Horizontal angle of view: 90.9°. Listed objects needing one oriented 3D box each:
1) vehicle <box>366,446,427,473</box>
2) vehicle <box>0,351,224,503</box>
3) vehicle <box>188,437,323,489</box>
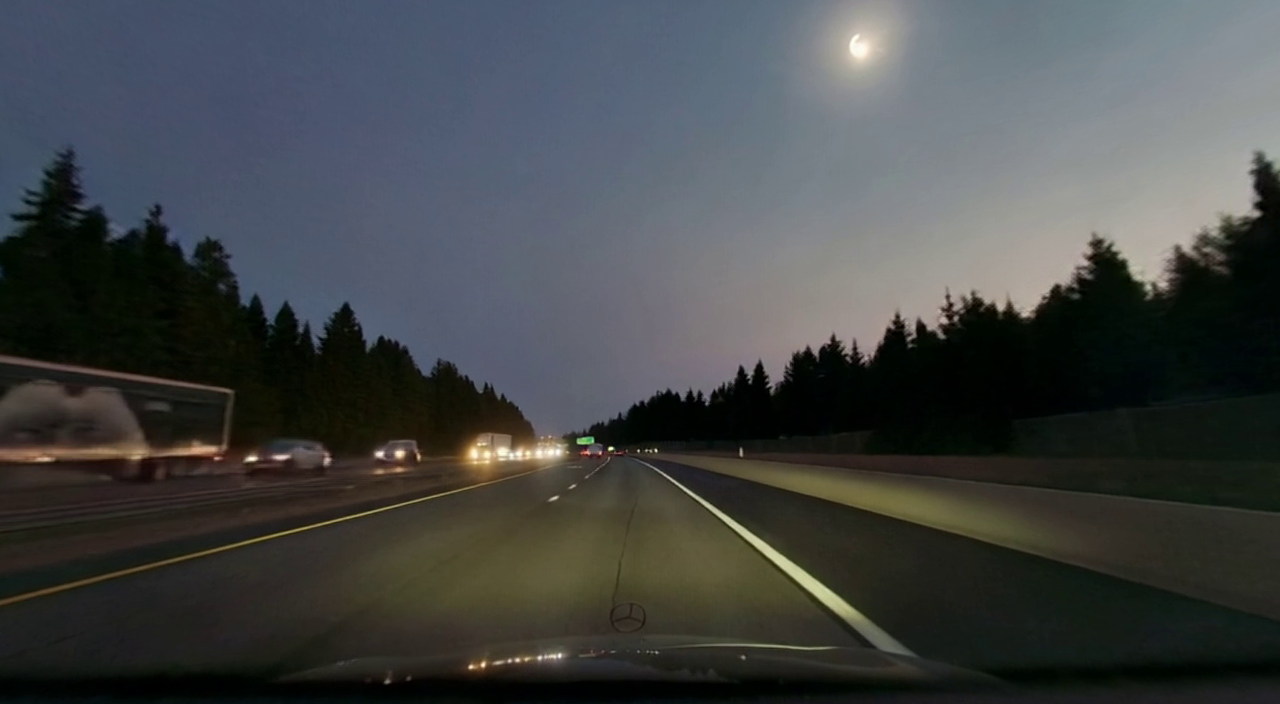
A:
[{"bbox_3d":[-14.314,6.328,37.333,1.846,1.517,4.301,0,-9,0],"label":"vehicle"},{"bbox_3d":[-19.053,2.315,19.076,2.936,4.098,14.293,2,-9,1],"label":"vehicle"},{"bbox_3d":[-14.162,4.109,23.609,2.037,1.711,4.611,0,-9,1],"label":"vehicle"}]
